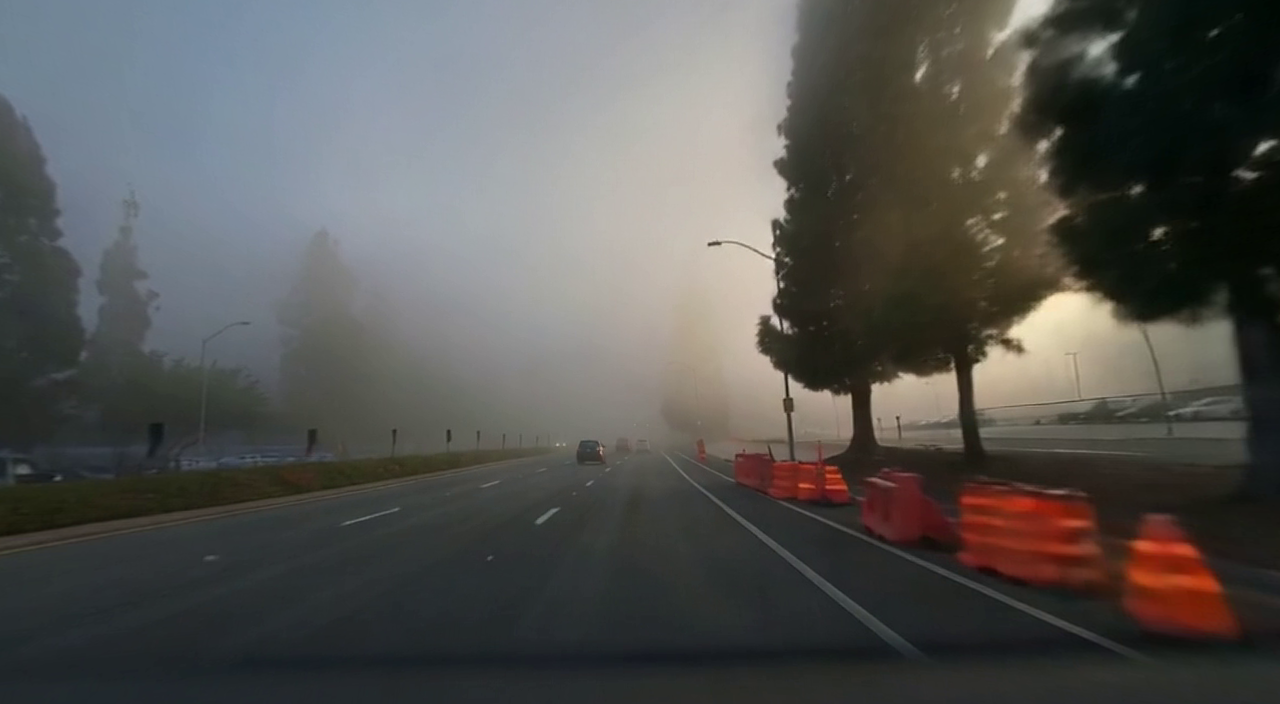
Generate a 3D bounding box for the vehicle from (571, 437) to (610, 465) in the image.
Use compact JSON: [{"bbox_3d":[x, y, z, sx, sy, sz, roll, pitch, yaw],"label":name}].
[{"bbox_3d":[-3.128,6.361,40.783,2.121,1.654,3.993,0,-8,0],"label":"vehicle"}]
